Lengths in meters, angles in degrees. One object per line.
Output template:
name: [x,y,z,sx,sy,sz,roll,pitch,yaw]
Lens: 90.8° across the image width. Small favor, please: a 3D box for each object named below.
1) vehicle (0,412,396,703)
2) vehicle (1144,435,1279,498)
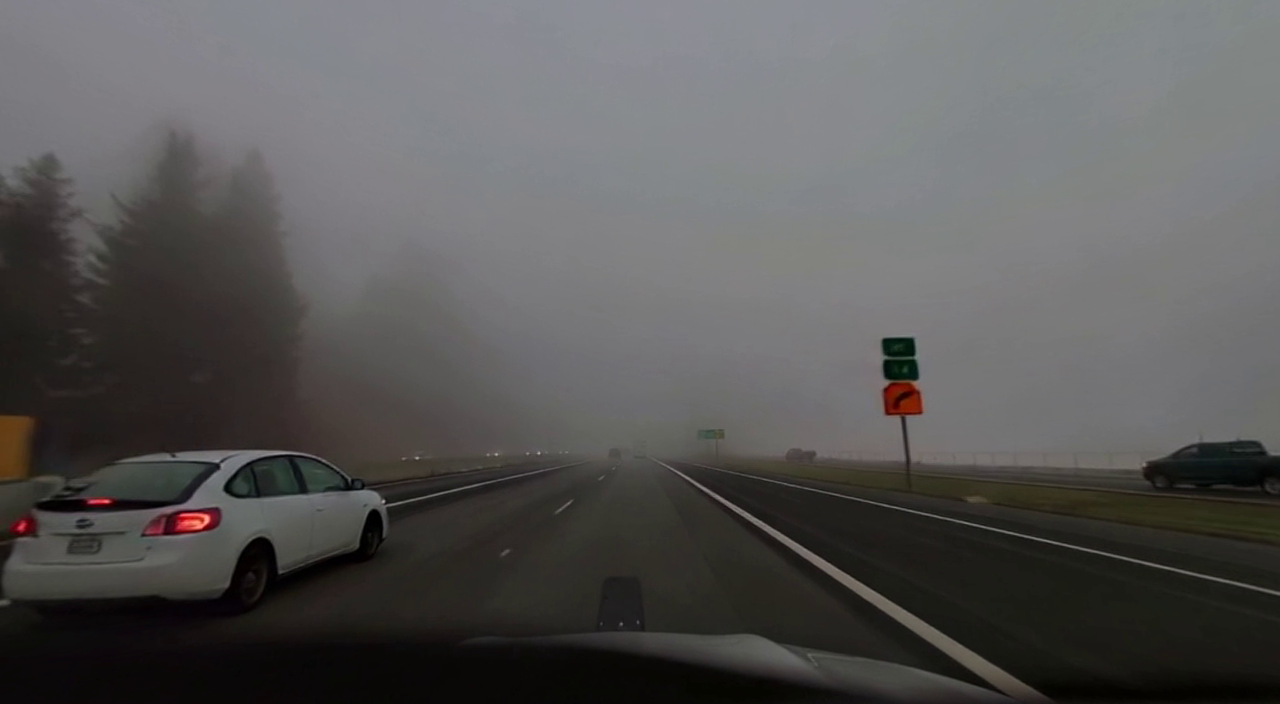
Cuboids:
vehicle: [-3.986,1.456,5.550,1.988,1.585,4.215,0,-9,0]
vehicle: [18.678,3.444,19.173,1.973,1.766,4.726,3,-10,-21]
